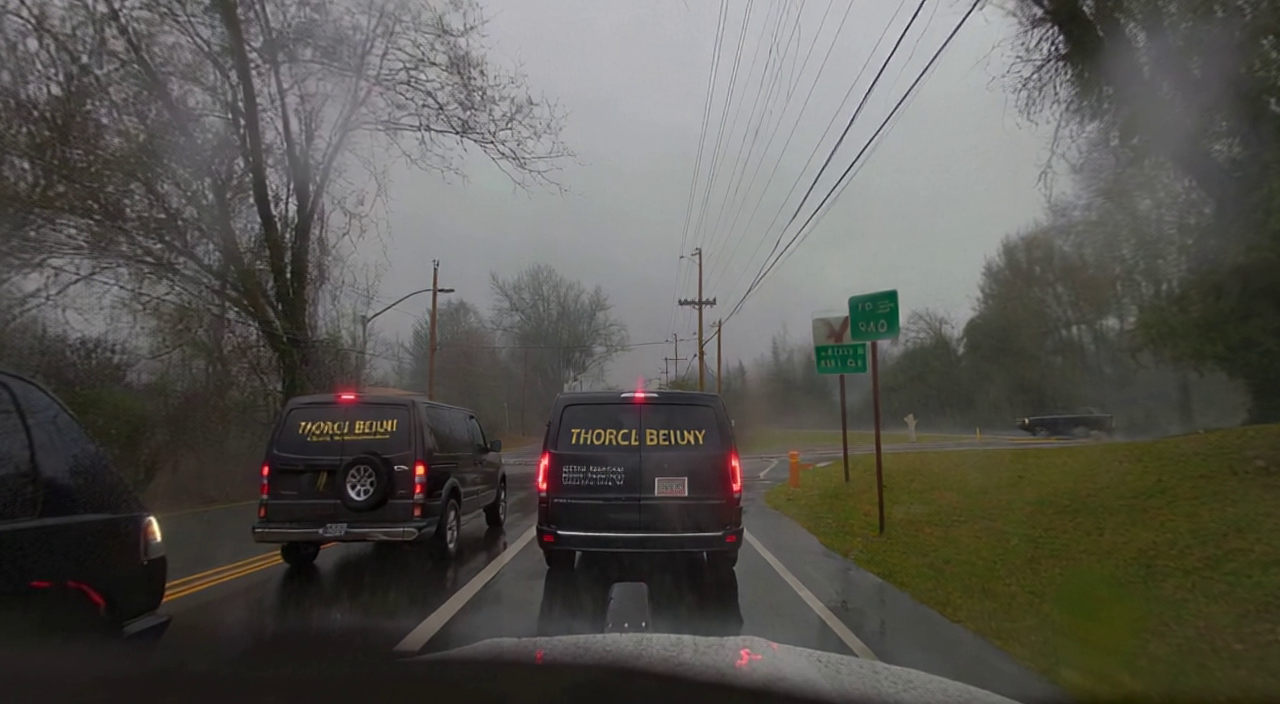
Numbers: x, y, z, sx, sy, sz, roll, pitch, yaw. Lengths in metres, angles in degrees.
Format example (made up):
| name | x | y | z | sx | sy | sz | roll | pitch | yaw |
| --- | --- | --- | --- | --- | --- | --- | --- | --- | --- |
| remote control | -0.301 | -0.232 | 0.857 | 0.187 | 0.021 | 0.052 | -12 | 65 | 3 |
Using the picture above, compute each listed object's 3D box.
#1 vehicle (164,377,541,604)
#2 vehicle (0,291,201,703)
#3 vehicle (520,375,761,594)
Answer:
| name | x | y | z | sx | sy | sz | roll | pitch | yaw |
| --- | --- | --- | --- | --- | --- | --- | --- | --- | --- |
| vehicle | -2.757 | 1.484 | 7.635 | 2.109 | 1.851 | 4.749 | -1 | -8 | 3 |
| vehicle | -3.106 | 0.469 | 0.250 | 2.160 | 1.796 | 4.997 | 0 | -8 | 1 |
| vehicle | 0.109 | 1.463 | 7.692 | 2.117 | 1.911 | 4.095 | -1 | -8 | 3 |
